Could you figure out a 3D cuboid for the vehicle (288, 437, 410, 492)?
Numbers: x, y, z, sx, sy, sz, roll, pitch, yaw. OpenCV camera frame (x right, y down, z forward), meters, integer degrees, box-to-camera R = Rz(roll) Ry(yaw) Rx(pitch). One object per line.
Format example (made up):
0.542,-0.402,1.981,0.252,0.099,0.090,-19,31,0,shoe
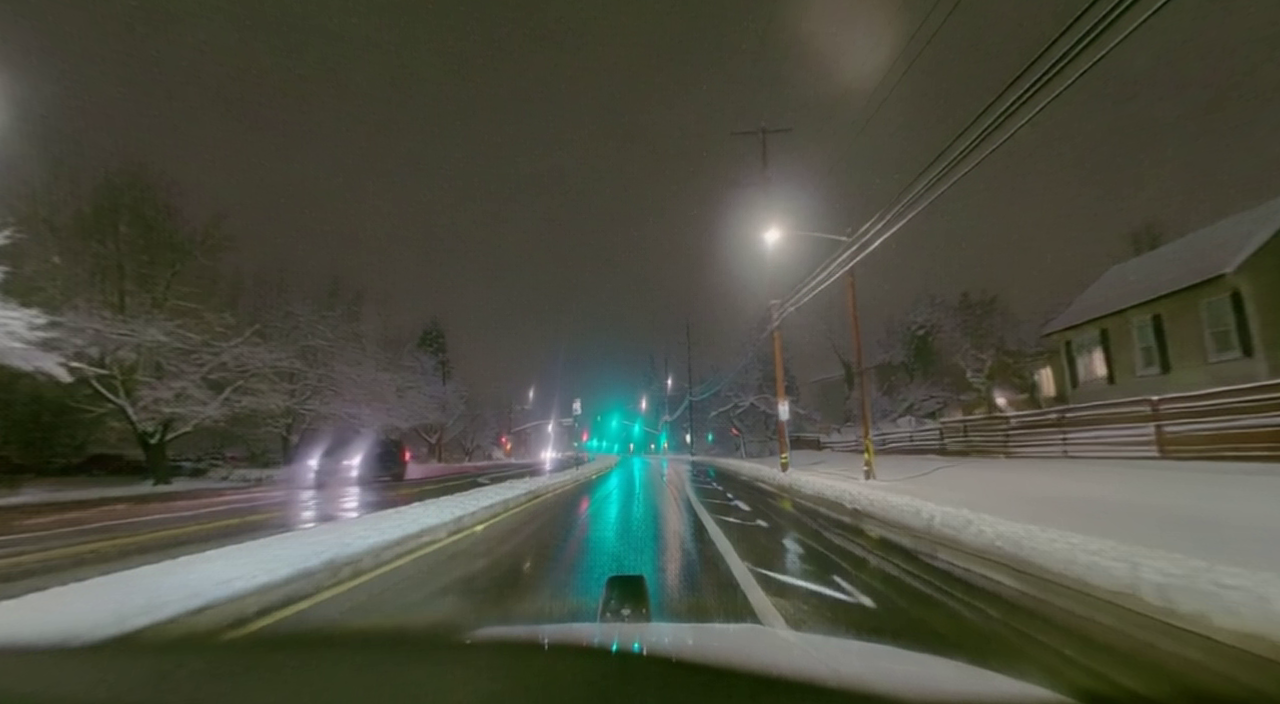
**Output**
-11.129,4.315,24.632,2.336,1.905,4.908,0,-8,1,vehicle
